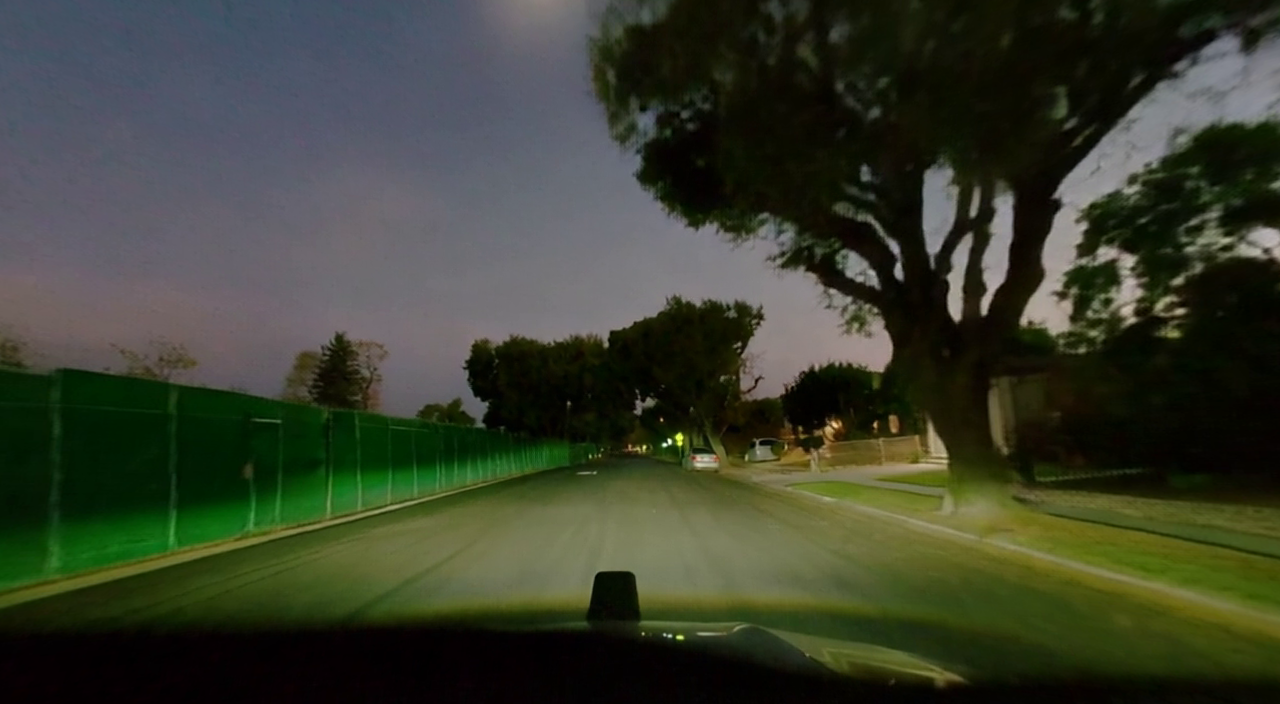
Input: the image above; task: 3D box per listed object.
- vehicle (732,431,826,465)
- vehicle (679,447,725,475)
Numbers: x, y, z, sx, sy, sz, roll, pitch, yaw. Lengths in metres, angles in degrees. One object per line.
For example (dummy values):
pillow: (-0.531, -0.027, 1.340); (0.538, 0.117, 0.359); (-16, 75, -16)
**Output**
vehicle: (9.604, 6.716, 44.111); (5.935, 1.911, 2.236); (-4, -9, 0)
vehicle: (3.667, 6.497, 38.023); (2.051, 1.524, 5.047); (0, -9, -2)
